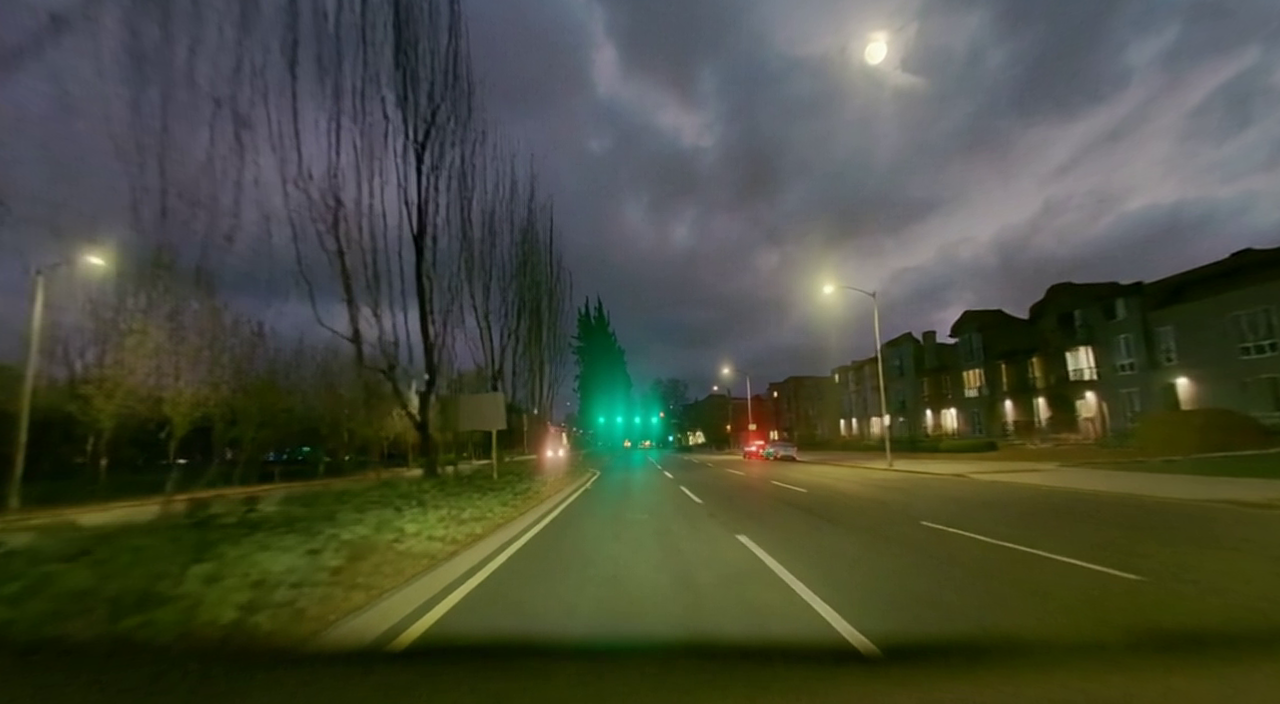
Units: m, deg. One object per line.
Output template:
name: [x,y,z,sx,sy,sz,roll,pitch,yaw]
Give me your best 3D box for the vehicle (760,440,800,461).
vehicle: [10.329,7.316,46.947,1.956,1.462,4.306,0,-9,-1]
